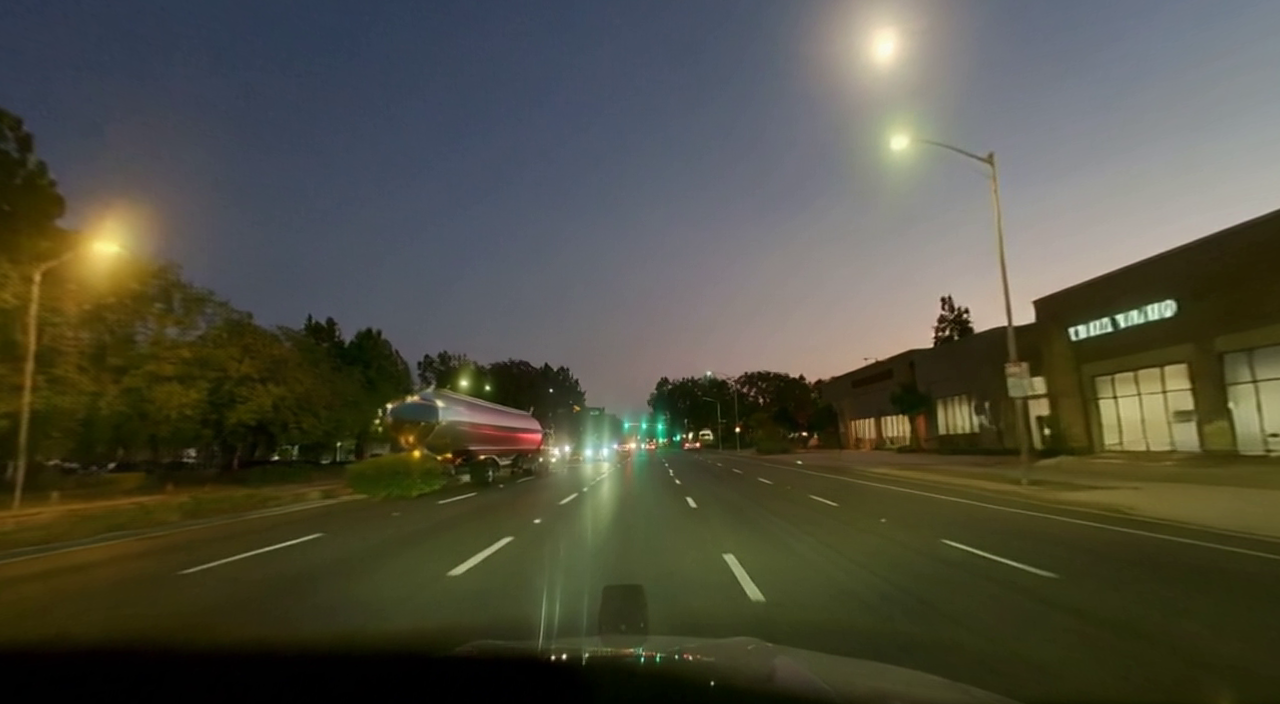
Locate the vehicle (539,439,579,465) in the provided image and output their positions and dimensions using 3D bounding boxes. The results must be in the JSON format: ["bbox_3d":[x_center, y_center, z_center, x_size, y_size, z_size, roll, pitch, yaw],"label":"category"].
[{"bbox_3d":[-5.730,7.117,45.130,2.179,1.750,4.621,0,-8,0],"label":"vehicle"}]
